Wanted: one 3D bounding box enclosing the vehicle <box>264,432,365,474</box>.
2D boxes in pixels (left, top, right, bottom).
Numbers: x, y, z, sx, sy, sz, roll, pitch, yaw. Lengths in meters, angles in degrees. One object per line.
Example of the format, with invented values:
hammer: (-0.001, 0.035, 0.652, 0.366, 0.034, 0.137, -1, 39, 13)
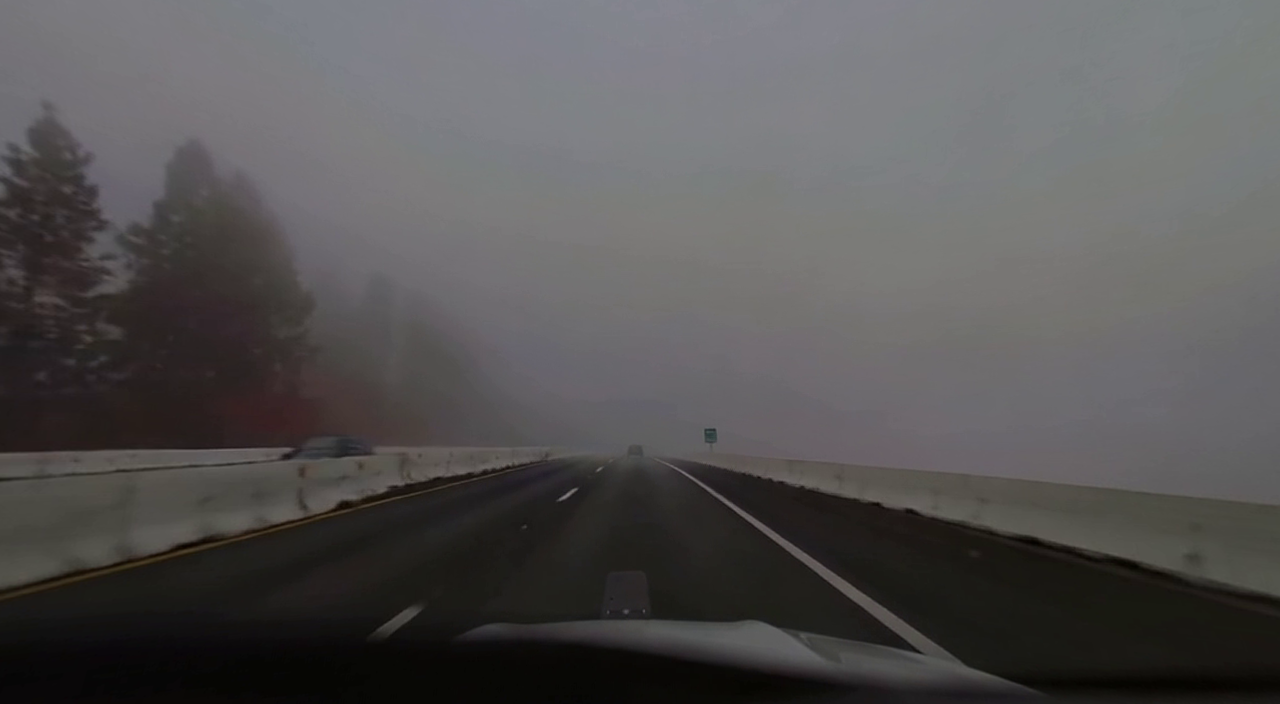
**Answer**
vehicle: (-12.548, 3.915, 24.500, 1.832, 1.504, 3.901, 0, -8, 0)
